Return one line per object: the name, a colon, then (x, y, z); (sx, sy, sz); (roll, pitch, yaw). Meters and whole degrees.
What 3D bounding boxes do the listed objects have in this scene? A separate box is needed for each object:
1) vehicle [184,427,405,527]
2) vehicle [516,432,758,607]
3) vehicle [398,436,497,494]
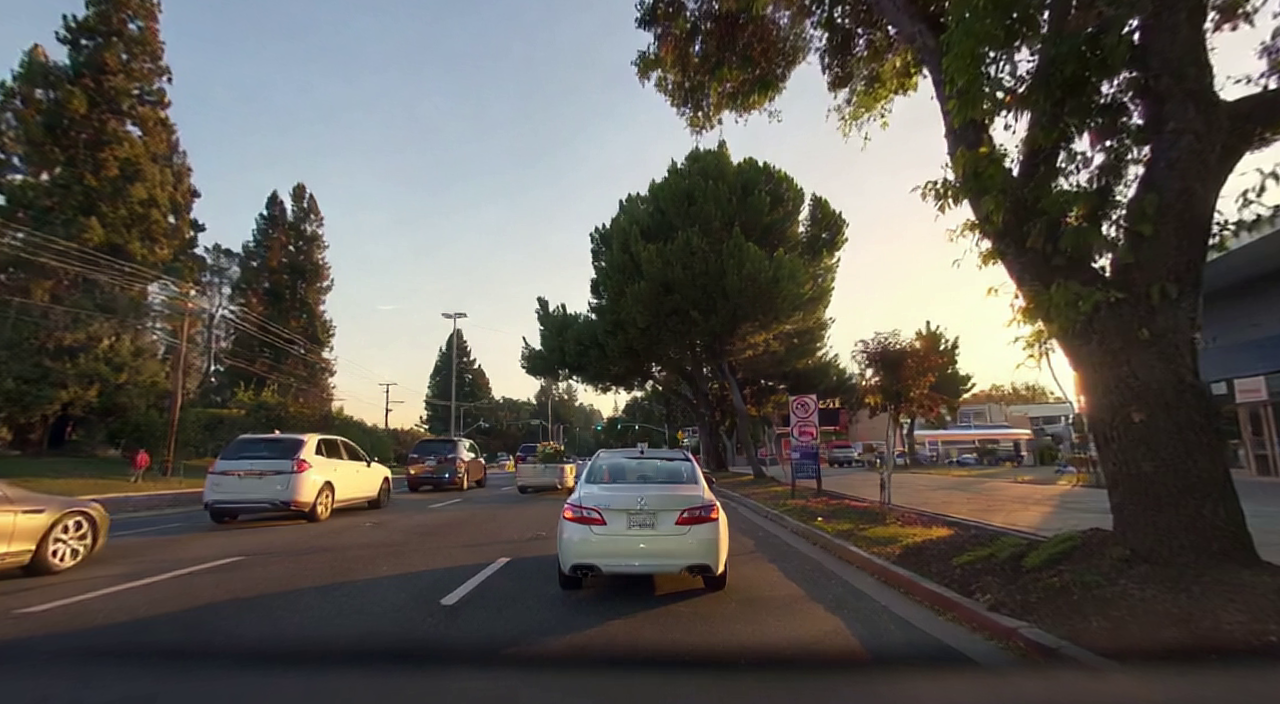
vehicle: (-6.998, 2.564, 13.502); (2.032, 1.767, 4.549); (0, -9, 2)
vehicle: (0.011, 1.751, 7.493); (2.091, 1.494, 3.962); (0, -9, 1)
vehicle: (-6.897, 4.097, 23.146); (2.130, 1.900, 4.470); (0, -9, 1)
